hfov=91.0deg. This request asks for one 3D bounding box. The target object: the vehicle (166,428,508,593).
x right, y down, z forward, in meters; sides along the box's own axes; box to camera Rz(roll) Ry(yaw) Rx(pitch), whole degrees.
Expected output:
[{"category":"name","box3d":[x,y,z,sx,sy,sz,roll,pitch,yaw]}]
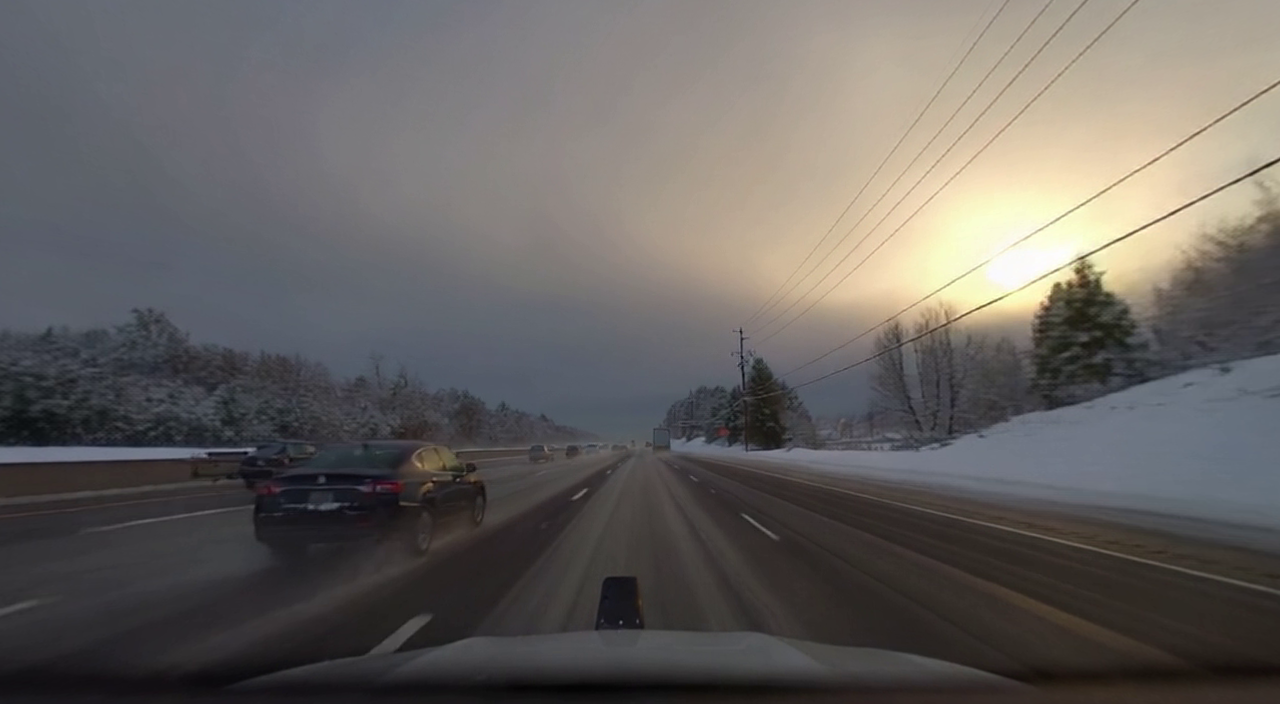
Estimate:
[{"category":"vehicle","box3d":[-3.393,1.869,8.485,2.045,1.532,4.954,0,-9,1]}]

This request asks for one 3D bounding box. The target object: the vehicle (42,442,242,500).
[{"category":"vehicle","box3d":[-14.579,3.480,18.908,2.039,1.516,4.780,0,-9,1]}]
